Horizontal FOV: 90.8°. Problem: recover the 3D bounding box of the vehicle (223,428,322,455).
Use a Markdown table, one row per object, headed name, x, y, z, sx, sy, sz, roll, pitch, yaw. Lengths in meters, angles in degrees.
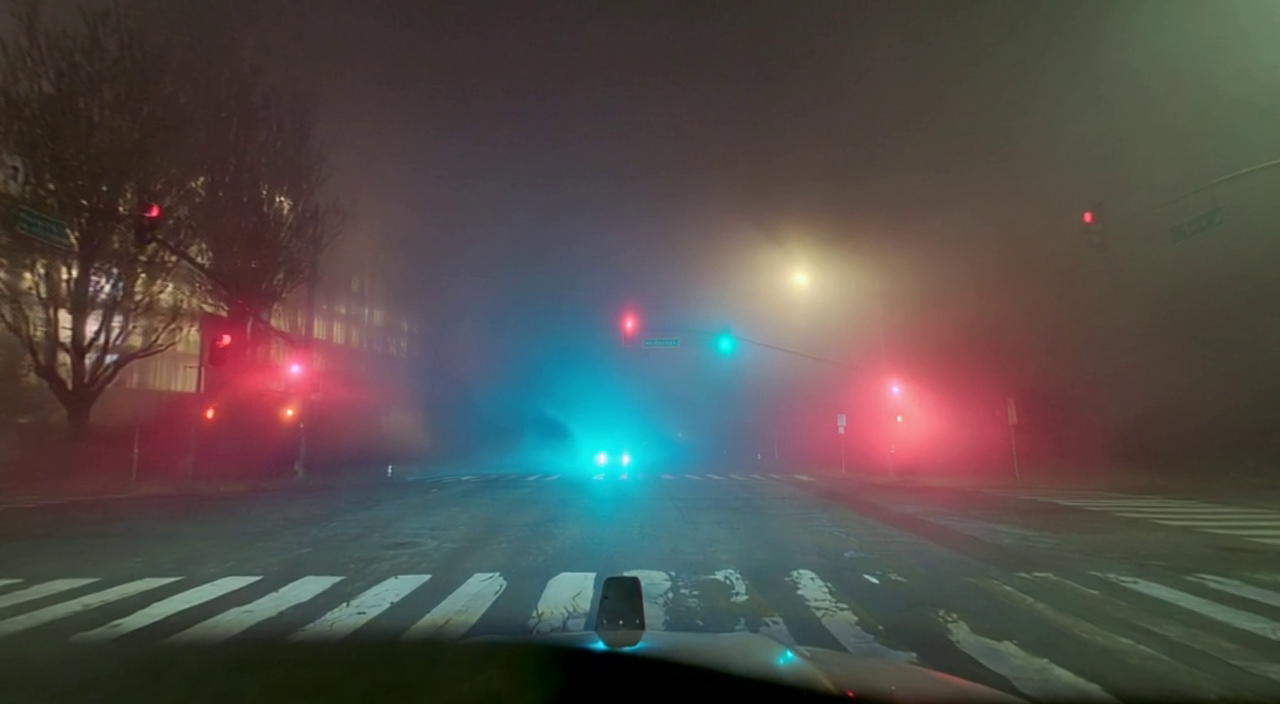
| name | x | y | z | sx | sy | sz | roll | pitch | yaw |
| --- | --- | --- | --- | --- | --- | --- | --- | --- | --- |
| vehicle | -22.406 | 5.512 | 38.699 | 4.765 | 1.593 | 1.891 | 1 | -9 | -8 |
